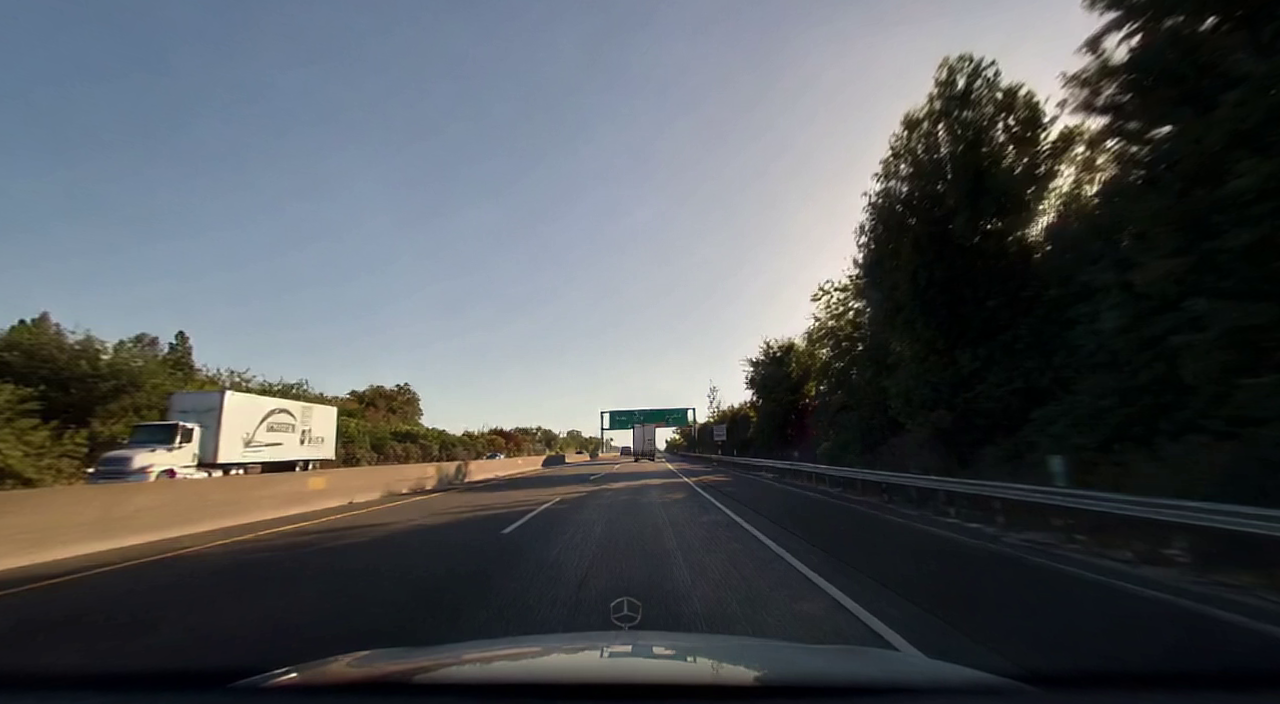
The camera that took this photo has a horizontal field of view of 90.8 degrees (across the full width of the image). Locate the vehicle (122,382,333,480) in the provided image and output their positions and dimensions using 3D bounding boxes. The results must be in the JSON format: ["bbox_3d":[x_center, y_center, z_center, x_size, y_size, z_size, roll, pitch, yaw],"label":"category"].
[{"bbox_3d":[-17.986,3.683,28.791,3.010,3.718,9.772,0,-8,0],"label":"vehicle"}]
